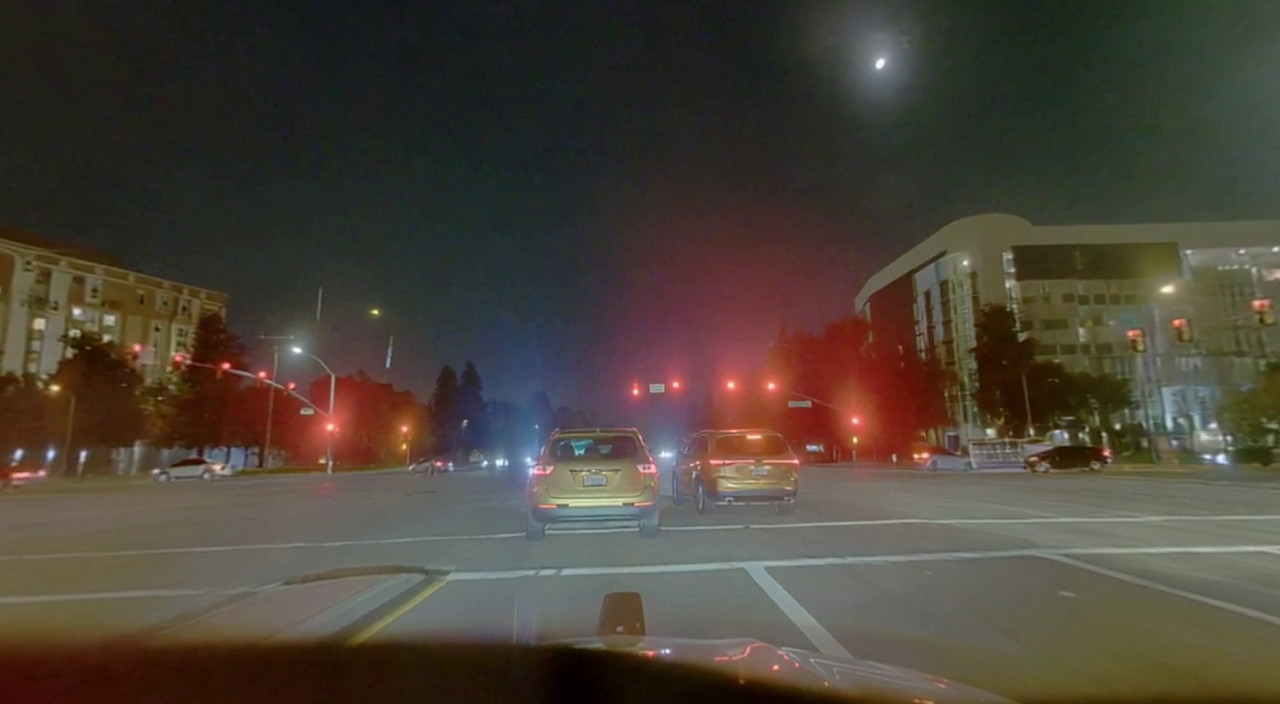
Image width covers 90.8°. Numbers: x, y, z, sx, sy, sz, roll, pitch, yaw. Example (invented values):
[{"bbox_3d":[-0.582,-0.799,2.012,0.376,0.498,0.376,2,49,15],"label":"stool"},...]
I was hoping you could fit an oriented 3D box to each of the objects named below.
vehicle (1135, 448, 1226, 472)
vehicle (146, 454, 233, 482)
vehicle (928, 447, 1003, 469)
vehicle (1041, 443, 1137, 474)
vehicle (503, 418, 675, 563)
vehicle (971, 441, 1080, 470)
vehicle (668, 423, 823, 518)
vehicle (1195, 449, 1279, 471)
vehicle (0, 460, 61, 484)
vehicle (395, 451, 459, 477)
[{"bbox_3d":[35.698,7.114,41.753,4.446,1.530,1.728,0,-8,-2],"label":"vehicle"},{"bbox_3d":[-29.020,7.435,40.747,4.318,1.712,2.188,-2,-9,14],"label":"vehicle"},{"bbox_3d":[24.918,8.132,48.463,4.587,1.634,2.078,0,-9,-1],"label":"vehicle"},{"bbox_3d":[27.347,6.496,38.572,4.322,1.595,1.752,-4,-10,5],"label":"vehicle"},{"bbox_3d":[-0.799,1.963,9.691,2.039,1.698,4.144,1,-9,-6],"label":"vehicle"},{"bbox_3d":[25.918,6.964,42.642,5.895,1.921,2.150,0,-9,1],"label":"vehicle"},{"bbox_3d":[2.137,2.602,14.393,2.228,1.798,4.370,1,-9,-8],"label":"vehicle"},{"bbox_3d":[42.624,7.658,44.876,4.495,1.495,1.782,-1,-8,2],"label":"vehicle"},{"bbox_3d":[-45.231,8.746,46.091,4.097,1.705,1.804,0,-9,1],"label":"vehicle"},{"bbox_3d":[-13.916,7.267,41.228,3.771,1.593,1.789,-5,-10,28],"label":"vehicle"}]
